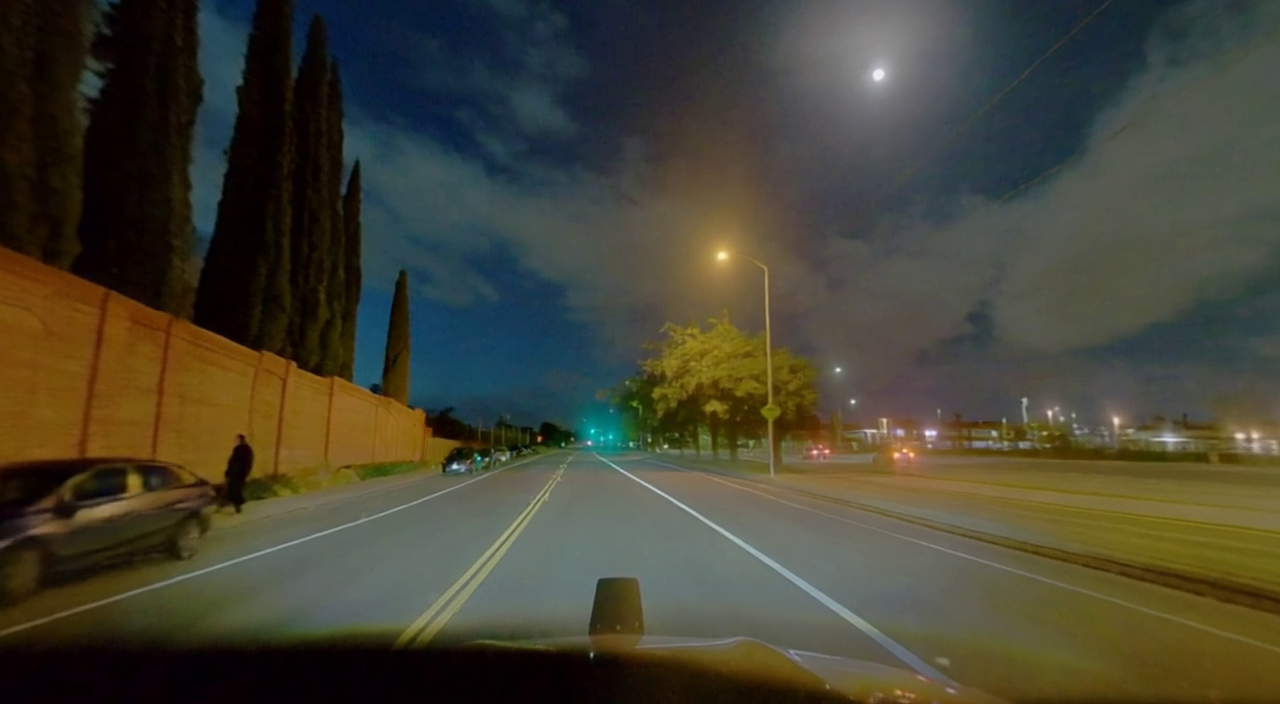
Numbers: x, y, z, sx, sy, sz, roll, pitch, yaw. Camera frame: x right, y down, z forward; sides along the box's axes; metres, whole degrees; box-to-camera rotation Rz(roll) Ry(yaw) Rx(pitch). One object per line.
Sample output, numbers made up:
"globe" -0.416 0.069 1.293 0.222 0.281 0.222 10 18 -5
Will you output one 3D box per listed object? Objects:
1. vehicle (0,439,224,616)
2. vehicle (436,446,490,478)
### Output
"vehicle" -6.702 1.711 6.701 1.877 1.507 4.363 2 -8 -5
"vehicle" -9.362 5.822 33.794 1.899 1.485 4.593 2 -8 -5
